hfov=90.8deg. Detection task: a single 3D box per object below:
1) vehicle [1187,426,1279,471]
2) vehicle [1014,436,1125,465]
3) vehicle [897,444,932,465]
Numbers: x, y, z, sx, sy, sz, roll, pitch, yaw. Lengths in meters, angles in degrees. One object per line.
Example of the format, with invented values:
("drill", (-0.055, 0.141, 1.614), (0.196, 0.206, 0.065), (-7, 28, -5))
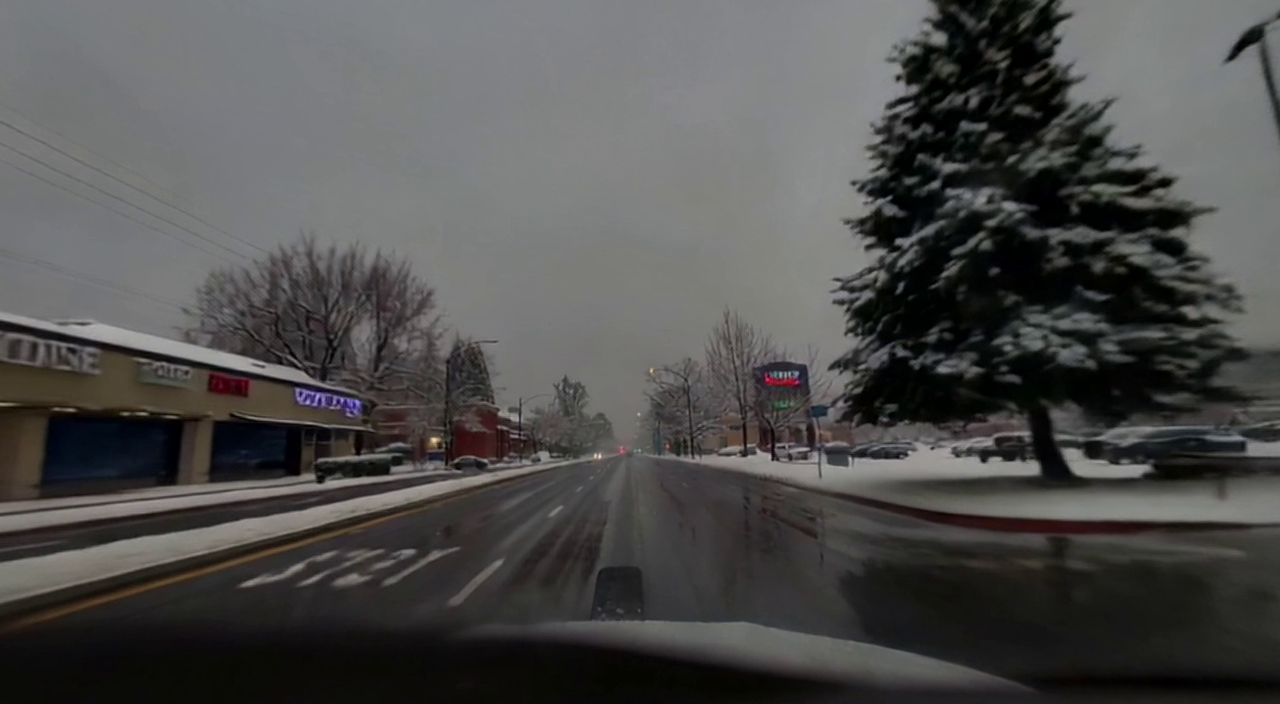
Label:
("vehicle", (23.395, 3.553, 23.344), (4.435, 1.548, 2.082), (0, -9, -3))
("vehicle", (23.236, 5.329, 34.294), (4.579, 1.482, 1.911), (0, -8, 0))
("vehicle", (20.352, 7.551, 46.668), (1.901, 1.461, 4.482), (-5, -10, 28))
